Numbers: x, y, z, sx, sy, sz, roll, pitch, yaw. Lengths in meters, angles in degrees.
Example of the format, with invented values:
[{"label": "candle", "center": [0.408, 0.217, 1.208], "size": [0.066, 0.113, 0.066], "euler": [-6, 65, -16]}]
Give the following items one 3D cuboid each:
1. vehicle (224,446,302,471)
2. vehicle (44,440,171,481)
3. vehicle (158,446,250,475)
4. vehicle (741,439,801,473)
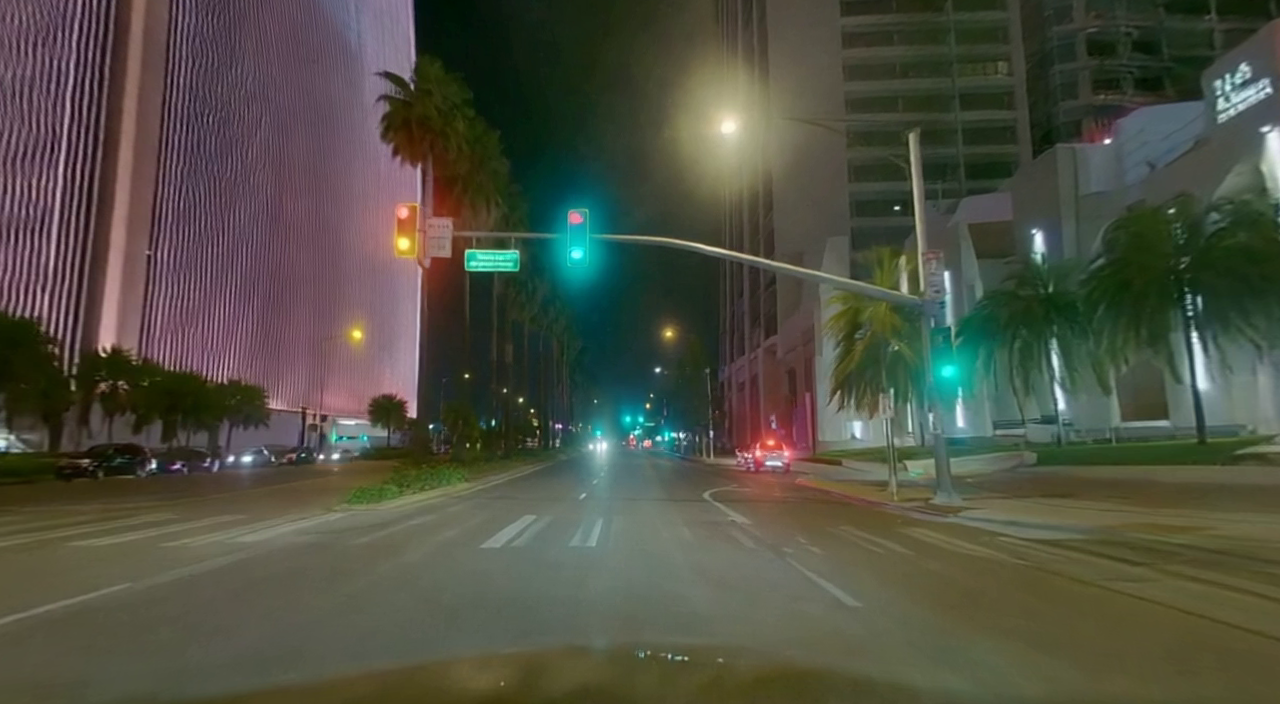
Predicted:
[{"label": "vehicle", "center": [-24.304, 6.838, 41.015], "size": [1.905, 1.496, 4.960], "euler": [-1, -9, 2]}, {"label": "vehicle", "center": [-24.338, 4.953, 29.139], "size": [1.891, 1.737, 4.597], "euler": [0, -8, -2]}, {"label": "vehicle", "center": [-24.223, 6.013, 35.330], "size": [1.792, 1.461, 4.569], "euler": [0, -8, 1]}, {"label": "vehicle", "center": [7.109, 5.684, 34.763], "size": [2.225, 1.727, 4.418], "euler": [0, -9, -2]}]
